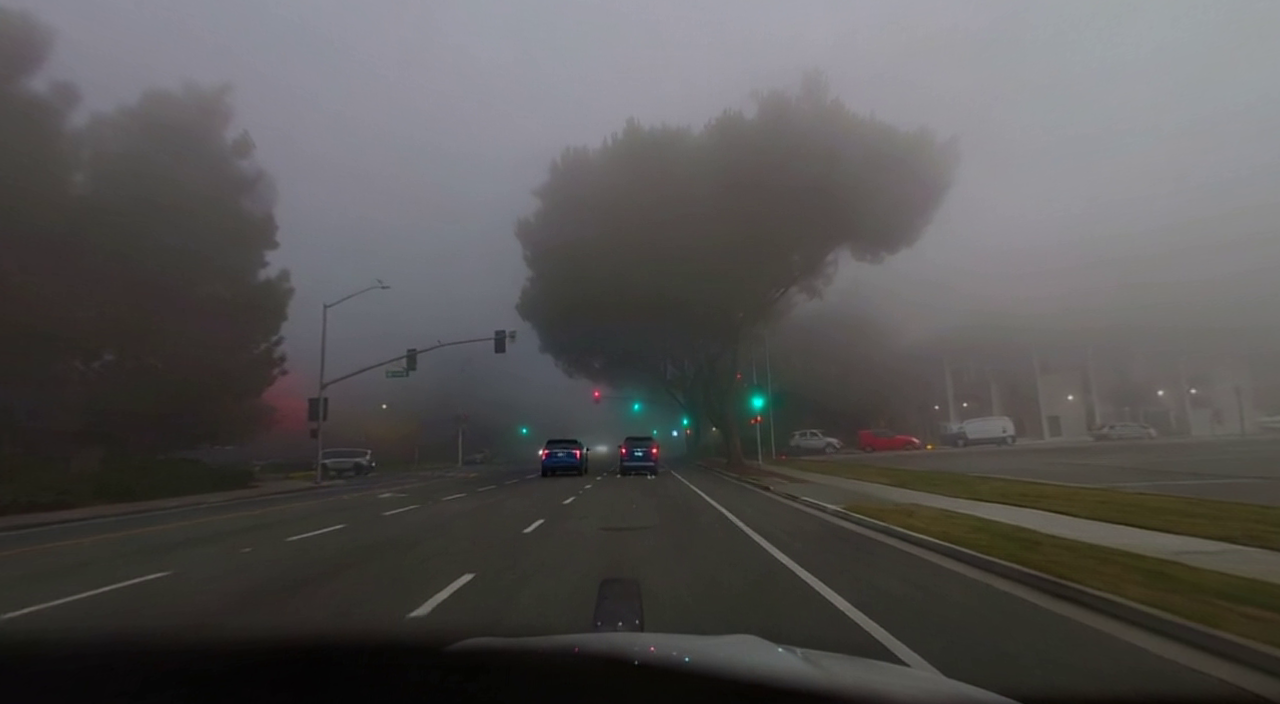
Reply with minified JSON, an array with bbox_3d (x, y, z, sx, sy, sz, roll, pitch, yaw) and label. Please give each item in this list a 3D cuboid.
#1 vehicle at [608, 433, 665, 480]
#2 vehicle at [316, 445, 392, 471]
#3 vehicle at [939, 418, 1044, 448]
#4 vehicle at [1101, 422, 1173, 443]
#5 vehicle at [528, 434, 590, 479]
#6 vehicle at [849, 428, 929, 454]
[{"bbox_3d":[-0.147,4.206,25.815,2.088,1.735,4.801,0,-8,-1],"label":"vehicle"},{"bbox_3d":[-20.967,7.789,46.455,4.521,1.753,2.148,2,-9,1],"label":"vehicle"},{"bbox_3d":[25.901,6.018,46.736,6.325,2.155,2.457,0,-8,-3],"label":"vehicle"},{"bbox_3d":[37.010,6.010,47.097,3.873,1.546,1.842,1,-8,-5],"label":"vehicle"},{"bbox_3d":[-3.364,4.442,27.195,2.097,1.755,4.336,0,-8,0],"label":"vehicle"},{"bbox_3d":[18.031,6.491,45.861,4.932,1.827,2.031,0,-8,-4],"label":"vehicle"}]
